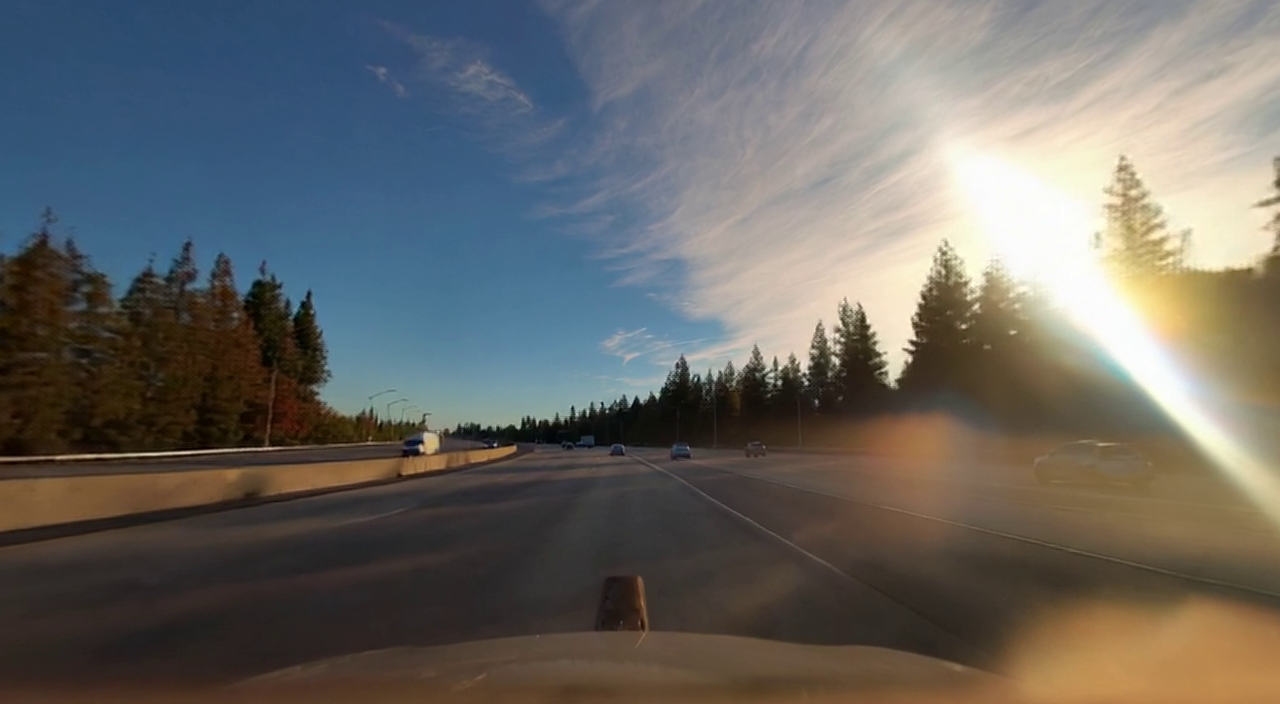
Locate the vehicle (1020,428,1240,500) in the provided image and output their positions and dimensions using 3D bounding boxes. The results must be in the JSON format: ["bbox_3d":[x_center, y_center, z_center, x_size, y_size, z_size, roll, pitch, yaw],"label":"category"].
[{"bbox_3d":[14.048,3.250,18.673,2.107,1.803,5.385,0,-9,-1],"label":"vehicle"}]
